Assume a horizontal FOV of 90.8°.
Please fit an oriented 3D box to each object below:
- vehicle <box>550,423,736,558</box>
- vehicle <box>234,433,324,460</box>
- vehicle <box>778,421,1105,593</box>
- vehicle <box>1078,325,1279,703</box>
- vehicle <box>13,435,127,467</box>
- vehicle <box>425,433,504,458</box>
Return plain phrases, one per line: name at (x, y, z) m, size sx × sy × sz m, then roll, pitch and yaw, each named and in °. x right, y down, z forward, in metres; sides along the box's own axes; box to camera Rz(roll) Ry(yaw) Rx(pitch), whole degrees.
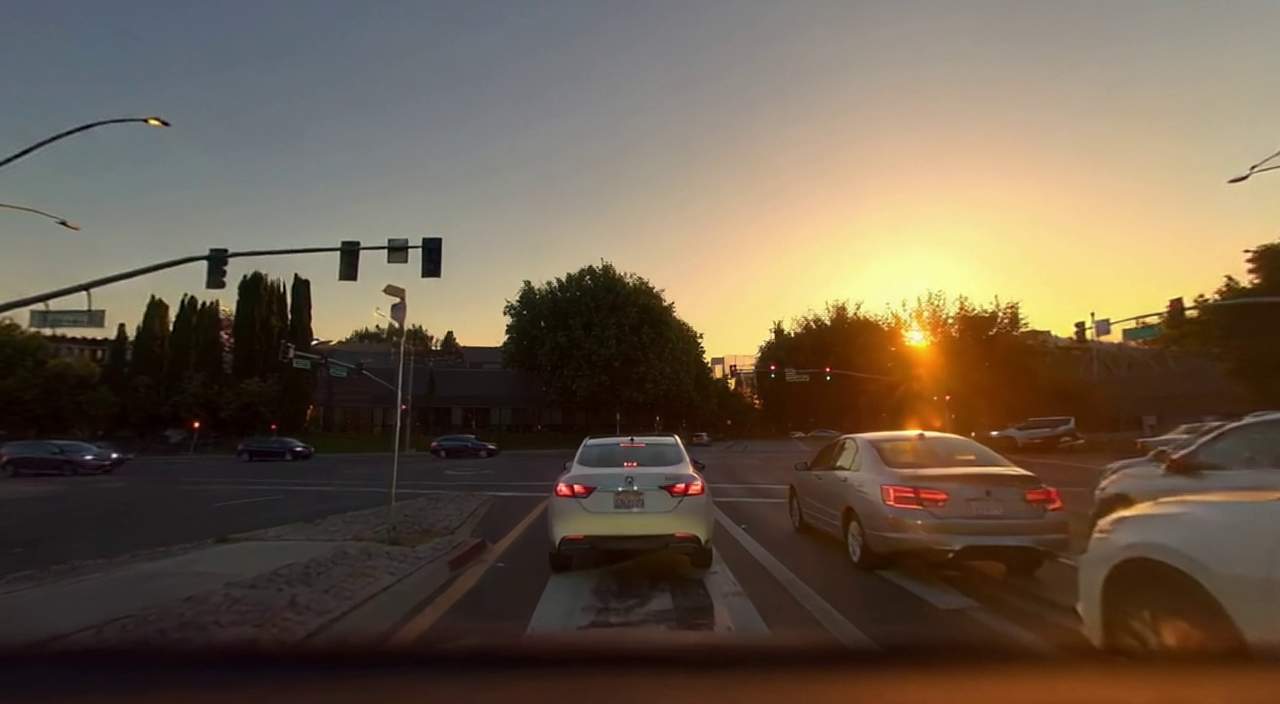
vehicle at (0.045, 1.833, 9.069) m, size 2.026 × 1.458 × 4.175 m, roll 0°, pitch -9°, yaw 0°
vehicle at (-22.841, 5.992, 40.089) m, size 4.526 × 1.649 × 1.920 m, roll 0°, pitch -9°, yaw 2°
vehicle at (3.108, 1.678, 7.740) m, size 1.861 × 1.479 × 4.371 m, roll 0°, pitch -8°, yaw 0°
vehicle at (3.409, 0.574, 0.829) m, size 2.111 × 1.780 × 4.990 m, roll 0°, pitch -9°, yaw 1°
vehicle at (-30.449, 5.286, 33.806) m, size 4.517 × 1.637 × 1.935 m, roll -1°, pitch -9°, yaw 7°
vehicle at (-11.032, 5.919, 40.069) m, size 4.670 × 1.542 × 1.861 m, roll 2°, pitch -9°, yaw -11°
